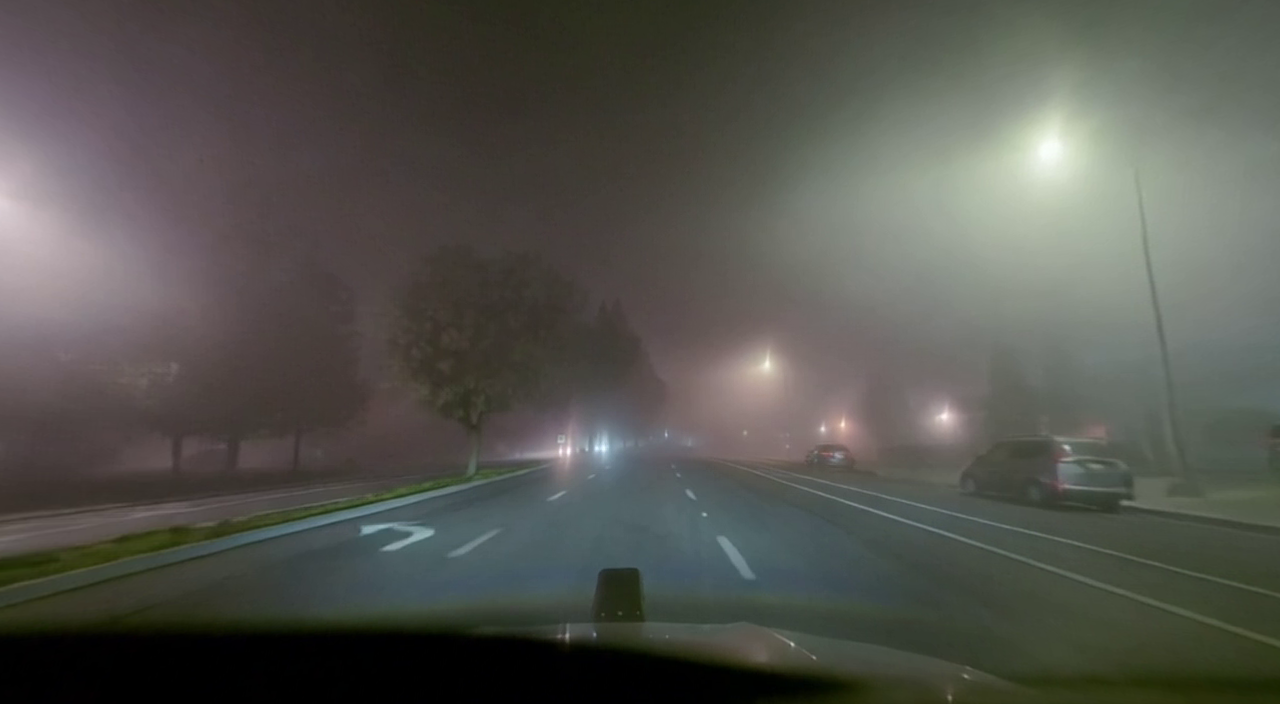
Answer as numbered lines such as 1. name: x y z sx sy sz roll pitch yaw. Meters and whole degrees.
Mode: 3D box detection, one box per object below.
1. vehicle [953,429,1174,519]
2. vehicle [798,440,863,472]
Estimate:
1. vehicle: 9.389 2.717 14.631 1.990 1.728 4.597 0 -9 2
2. vehicle: 9.868 5.415 33.060 2.076 1.547 4.398 0 -9 1
